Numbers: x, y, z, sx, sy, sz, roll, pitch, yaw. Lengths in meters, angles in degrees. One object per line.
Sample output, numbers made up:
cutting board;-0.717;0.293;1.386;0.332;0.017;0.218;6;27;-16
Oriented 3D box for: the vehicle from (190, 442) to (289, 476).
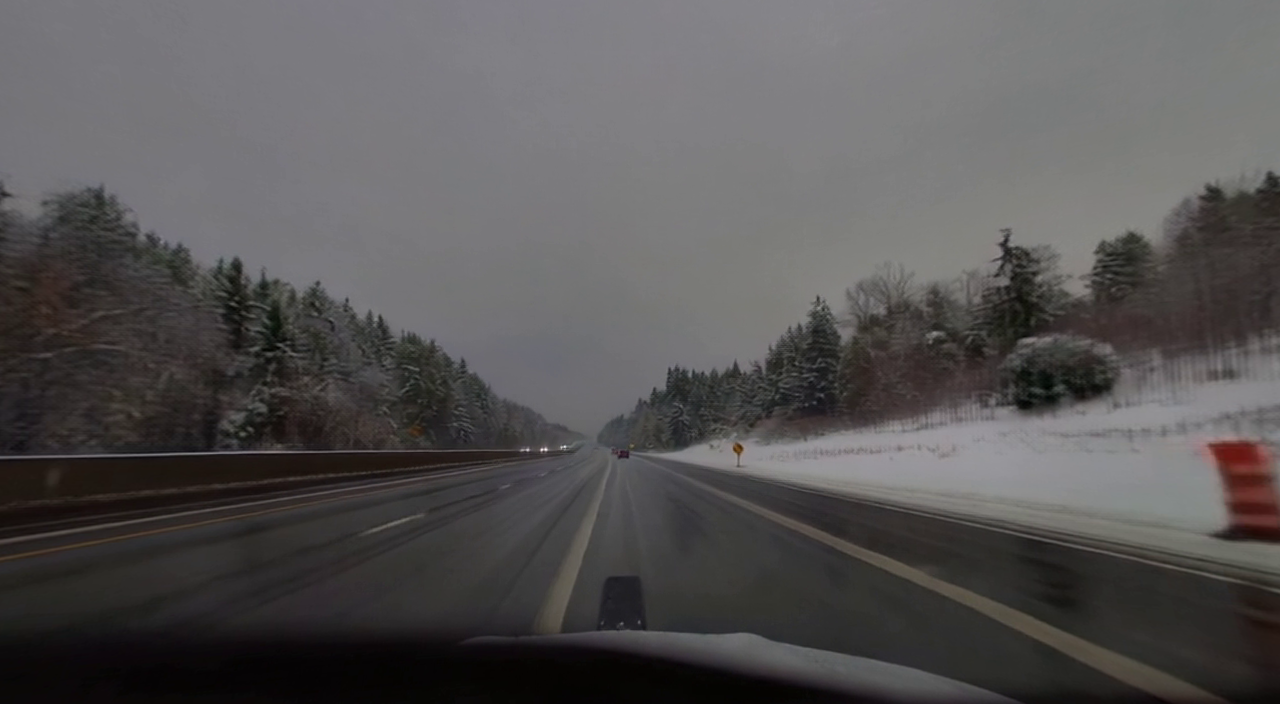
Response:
vehicle;-19.824;5.334;31.487;1.965;1.545;4.703;0;-9;-2
